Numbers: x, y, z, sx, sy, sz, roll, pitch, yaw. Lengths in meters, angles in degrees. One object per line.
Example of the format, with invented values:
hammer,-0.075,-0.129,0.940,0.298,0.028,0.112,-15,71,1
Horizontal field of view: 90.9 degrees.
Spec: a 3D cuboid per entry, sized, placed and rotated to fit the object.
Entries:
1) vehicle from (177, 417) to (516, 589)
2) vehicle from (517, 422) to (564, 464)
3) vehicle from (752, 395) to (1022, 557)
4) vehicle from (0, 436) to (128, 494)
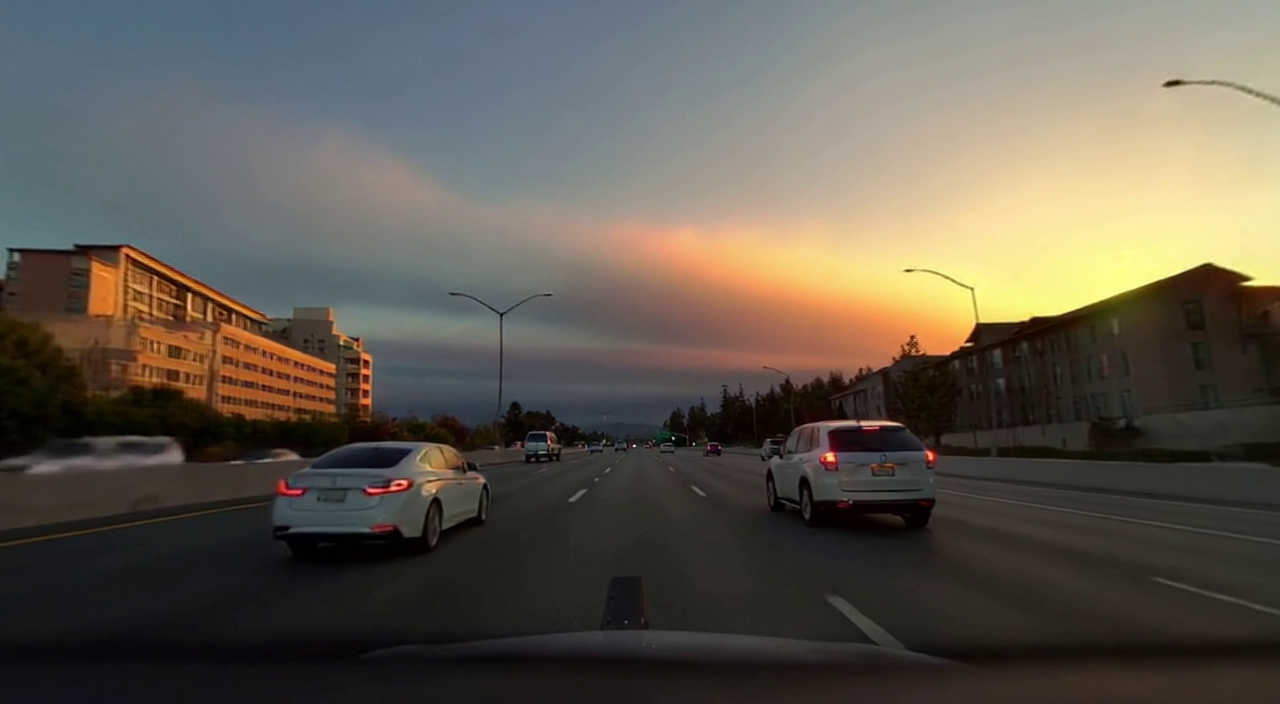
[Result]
vehicle,-3.154,1.734,8.177,2.080,1.542,4.718,-1,-8,1
vehicle,-7.046,6.591,45.519,2.362,2.778,6.630,0,-8,0
vehicle,3.301,1.784,9.776,2.148,1.852,4.835,0,-8,-1
vehicle,-15.588,2.924,16.569,1.450,1.356,3.294,0,-8,0
